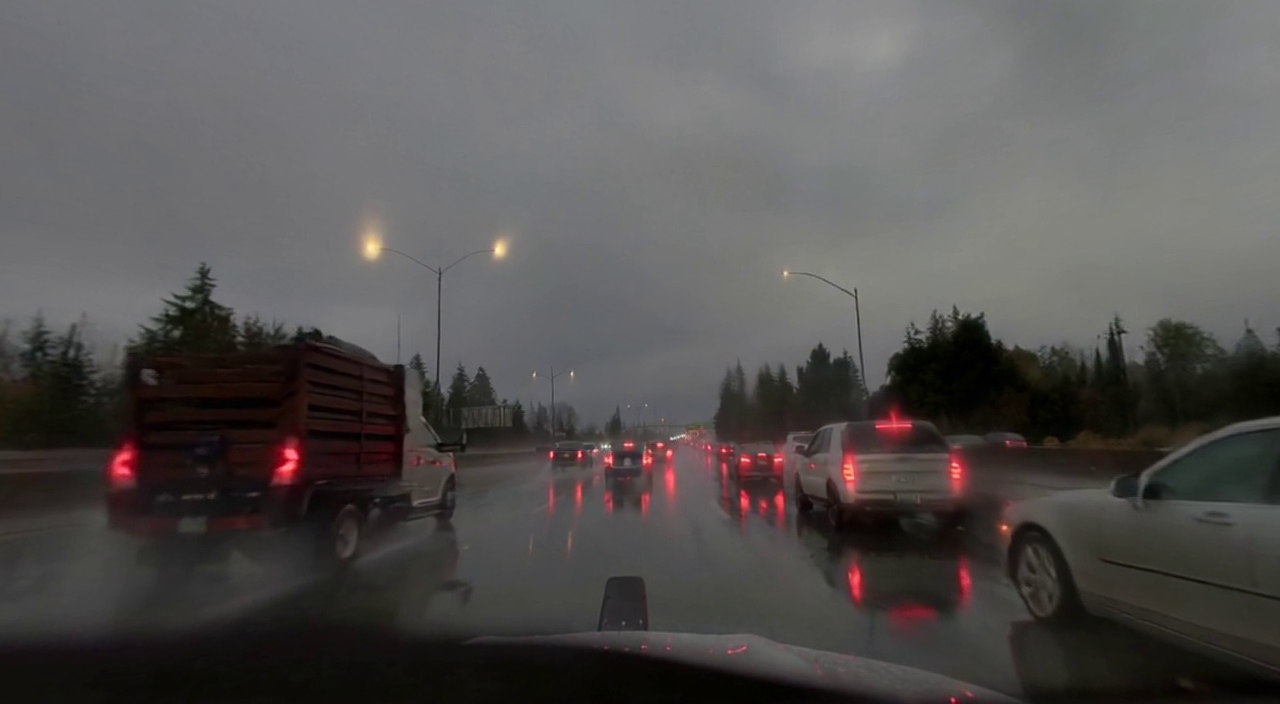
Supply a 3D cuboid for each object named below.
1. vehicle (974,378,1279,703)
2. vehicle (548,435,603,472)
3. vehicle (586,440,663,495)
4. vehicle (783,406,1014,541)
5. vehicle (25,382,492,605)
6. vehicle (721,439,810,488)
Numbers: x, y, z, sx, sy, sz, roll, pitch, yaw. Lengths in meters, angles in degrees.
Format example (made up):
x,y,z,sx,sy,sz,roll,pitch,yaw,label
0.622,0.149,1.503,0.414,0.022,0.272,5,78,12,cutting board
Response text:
x,y,z,sx,sy,sz,roll,pitch,yaw,label
3.669,0.909,2.708,1.984,1.567,4.475,0,-8,0,vehicle
-3.373,5.497,34.385,2.110,1.811,5.585,-1,-8,3,vehicle
-0.345,3.393,18.924,2.070,1.456,4.029,0,-8,2,vehicle
3.947,1.943,10.707,1.999,1.777,4.578,0,-8,1,vehicle
-3.988,1.651,8.468,2.395,1.892,5.995,0,-8,1,vehicle
4.121,3.734,21.569,1.907,1.474,4.840,0,-8,-2,vehicle
